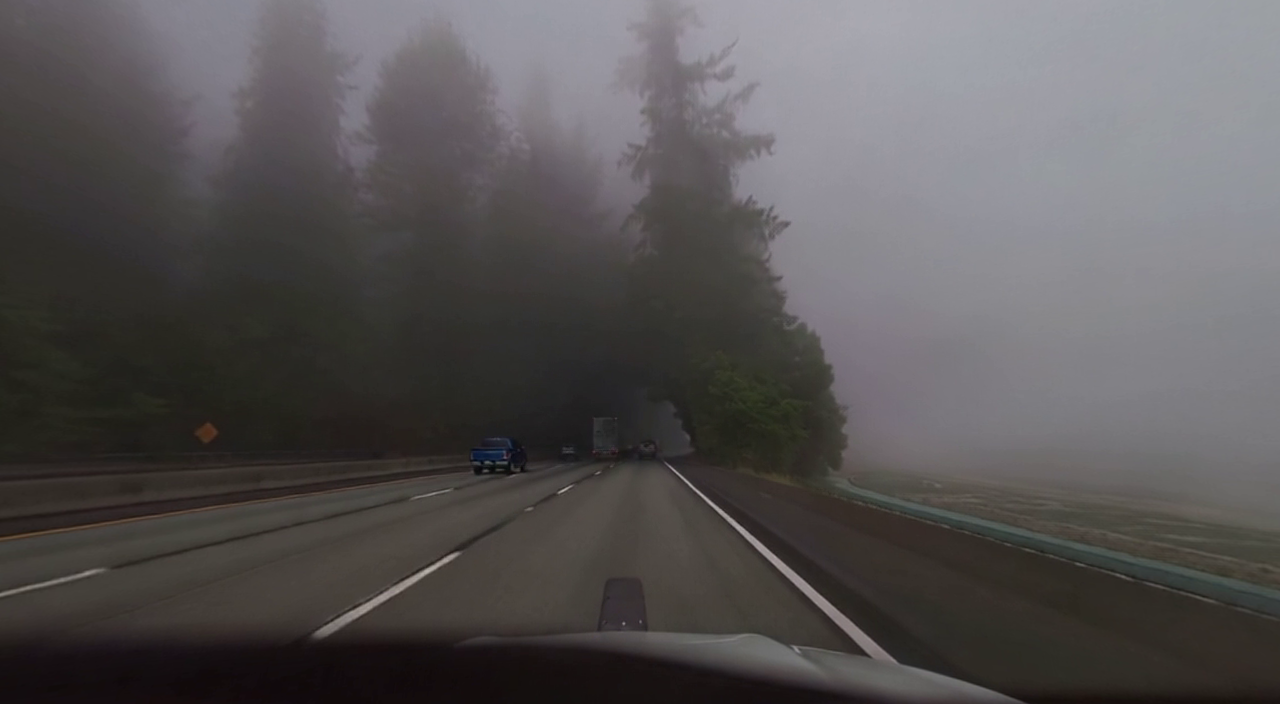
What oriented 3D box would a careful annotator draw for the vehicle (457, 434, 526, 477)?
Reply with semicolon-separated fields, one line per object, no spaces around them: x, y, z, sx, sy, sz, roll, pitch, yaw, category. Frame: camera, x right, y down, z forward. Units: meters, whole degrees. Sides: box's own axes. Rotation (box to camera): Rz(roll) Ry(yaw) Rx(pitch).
-7.018;4.940;30.378;2.149;1.884;4.627;0;-8;0;vehicle
